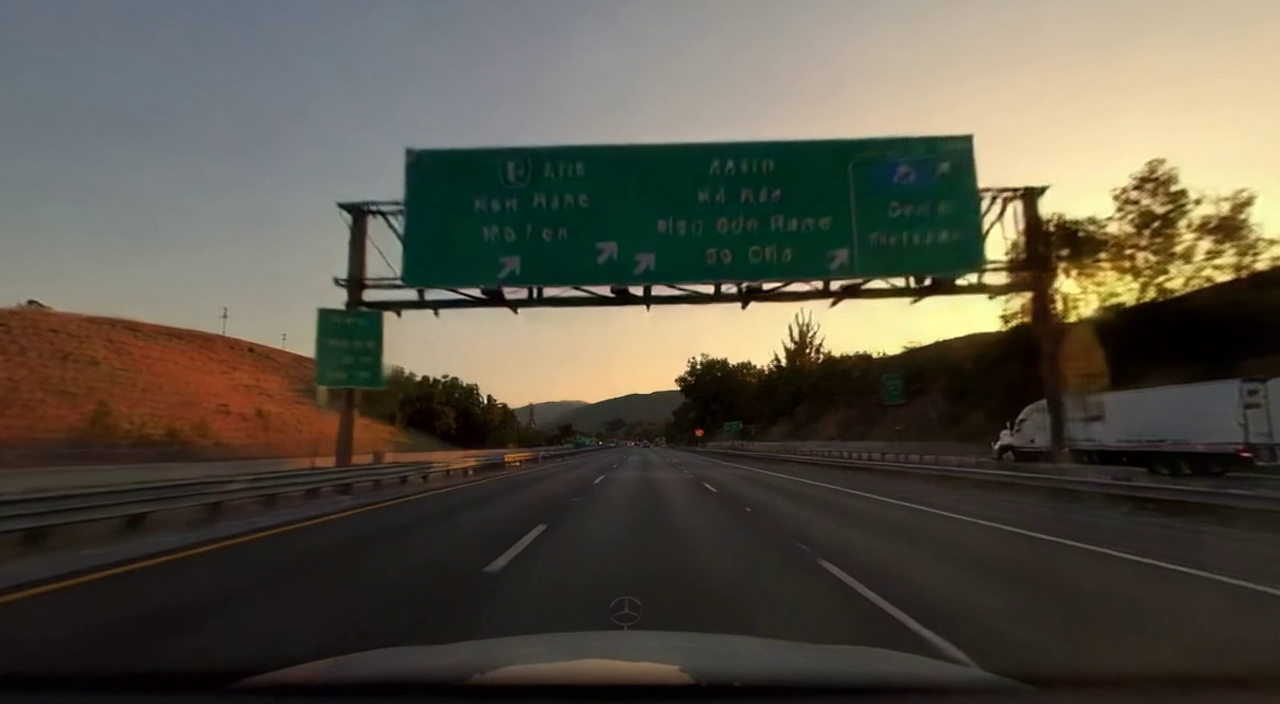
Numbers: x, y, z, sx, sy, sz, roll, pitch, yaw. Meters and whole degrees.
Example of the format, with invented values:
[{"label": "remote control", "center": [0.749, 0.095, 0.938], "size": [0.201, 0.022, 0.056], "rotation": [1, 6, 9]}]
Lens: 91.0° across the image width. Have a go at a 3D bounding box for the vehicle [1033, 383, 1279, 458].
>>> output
[{"label": "vehicle", "center": [32.779, 4.349, 38.561], "size": [2.836, 4.027, 14.280], "rotation": [7, -11, -39]}]
